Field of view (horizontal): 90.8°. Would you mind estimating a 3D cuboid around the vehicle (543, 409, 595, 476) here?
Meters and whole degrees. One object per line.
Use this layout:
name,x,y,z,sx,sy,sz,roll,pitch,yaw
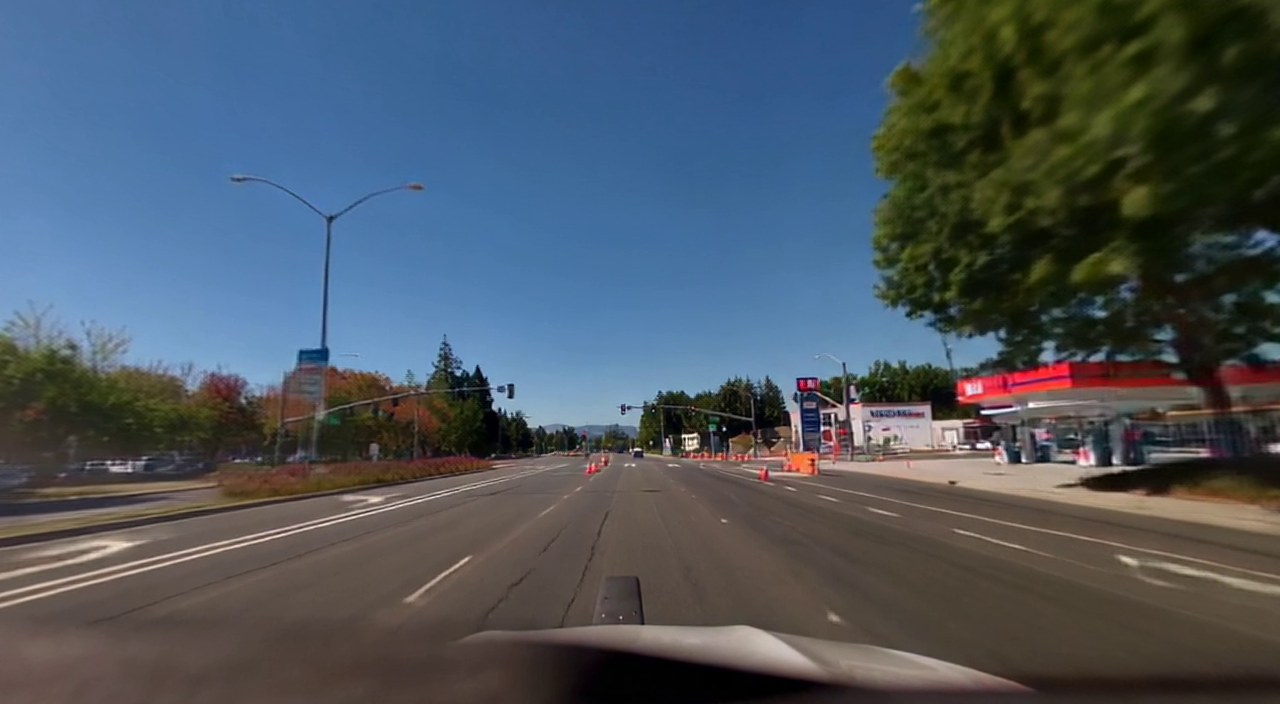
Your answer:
vehicle,-4.036,5.156,36.234,2.637,3.576,3.006,-1,-7,-1
